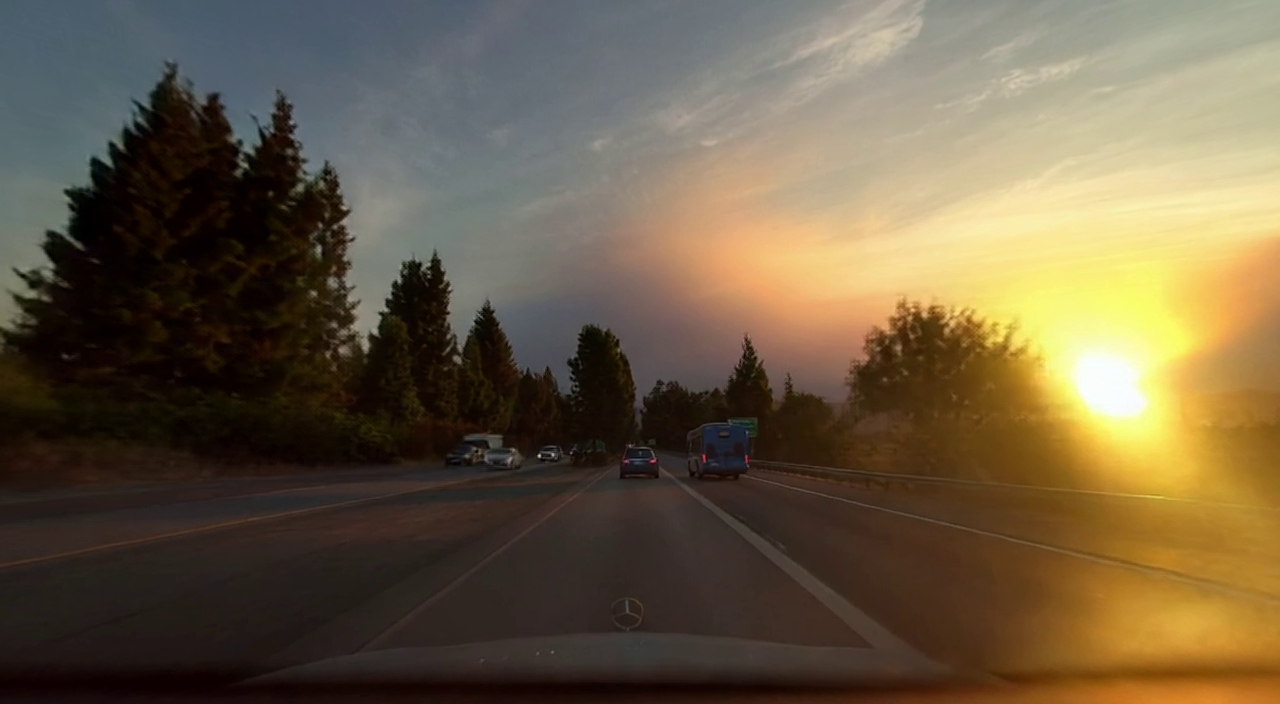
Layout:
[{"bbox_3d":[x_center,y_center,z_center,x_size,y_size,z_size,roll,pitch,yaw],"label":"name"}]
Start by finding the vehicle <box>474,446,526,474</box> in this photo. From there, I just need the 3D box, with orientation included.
[{"bbox_3d":[-7.809,6.078,35.557,1.888,1.466,4.355,0,-9,0],"label":"vehicle"}]

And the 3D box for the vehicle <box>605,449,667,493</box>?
[{"bbox_3d":[-0.161,4.177,22.500,2.037,1.417,3.885,0,-9,-1],"label":"vehicle"}]

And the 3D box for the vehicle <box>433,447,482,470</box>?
[{"bbox_3d":[-12.089,7.080,42.082,1.836,1.406,4.624,0,-9,1],"label":"vehicle"}]

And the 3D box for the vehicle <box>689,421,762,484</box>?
[{"bbox_3d":[3.867,4.727,29.806,2.513,2.633,5.930,0,-9,-1],"label":"vehicle"}]
